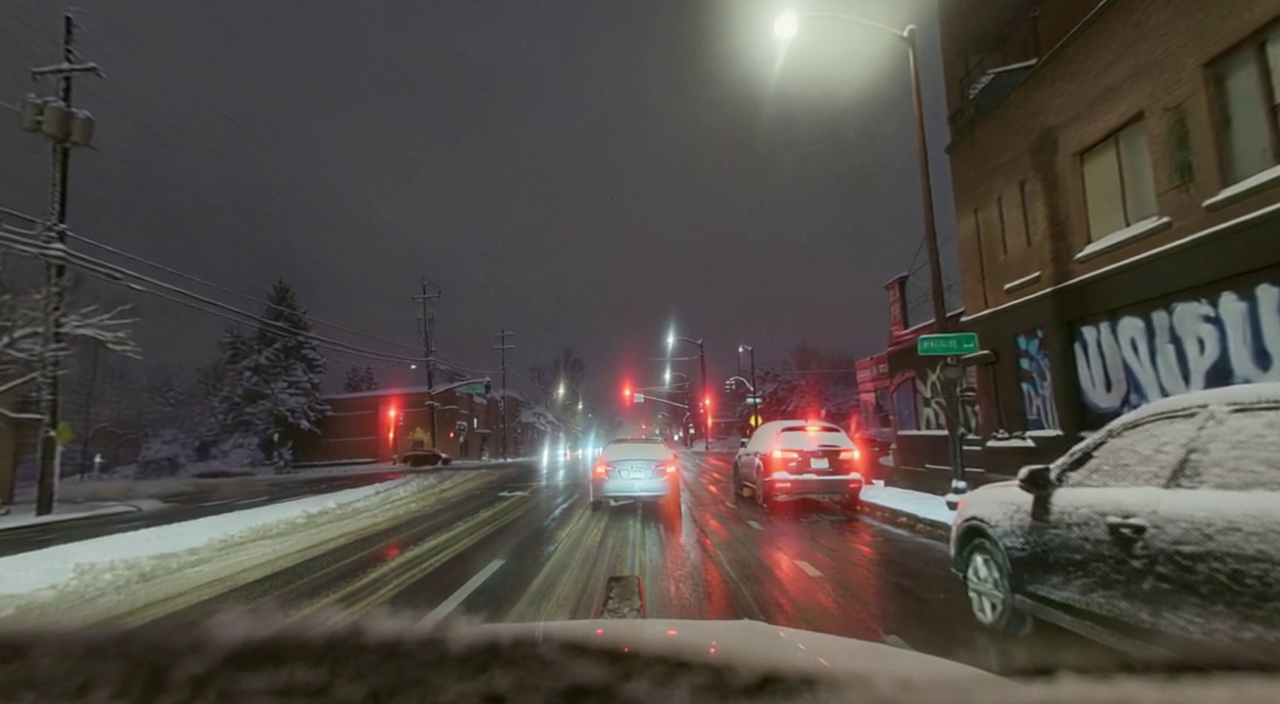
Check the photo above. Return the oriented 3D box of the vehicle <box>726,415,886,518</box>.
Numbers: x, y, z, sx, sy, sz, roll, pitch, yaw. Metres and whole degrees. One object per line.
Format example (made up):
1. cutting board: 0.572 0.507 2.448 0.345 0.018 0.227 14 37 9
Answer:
1. vehicle: 3.241 2.356 13.384 2.060 1.783 4.579 0 -9 -1

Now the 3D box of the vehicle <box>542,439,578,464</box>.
1. vehicle: -5.793 7.287 46.035 2.059 1.699 4.252 0 -8 1

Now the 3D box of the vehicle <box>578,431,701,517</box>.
1. vehicle: 0.026 2.491 13.365 2.153 1.505 4.452 0 -8 1

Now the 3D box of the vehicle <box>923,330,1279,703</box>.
1. vehicle: 3.282 0.872 2.855 1.938 1.714 4.402 0 -8 1
